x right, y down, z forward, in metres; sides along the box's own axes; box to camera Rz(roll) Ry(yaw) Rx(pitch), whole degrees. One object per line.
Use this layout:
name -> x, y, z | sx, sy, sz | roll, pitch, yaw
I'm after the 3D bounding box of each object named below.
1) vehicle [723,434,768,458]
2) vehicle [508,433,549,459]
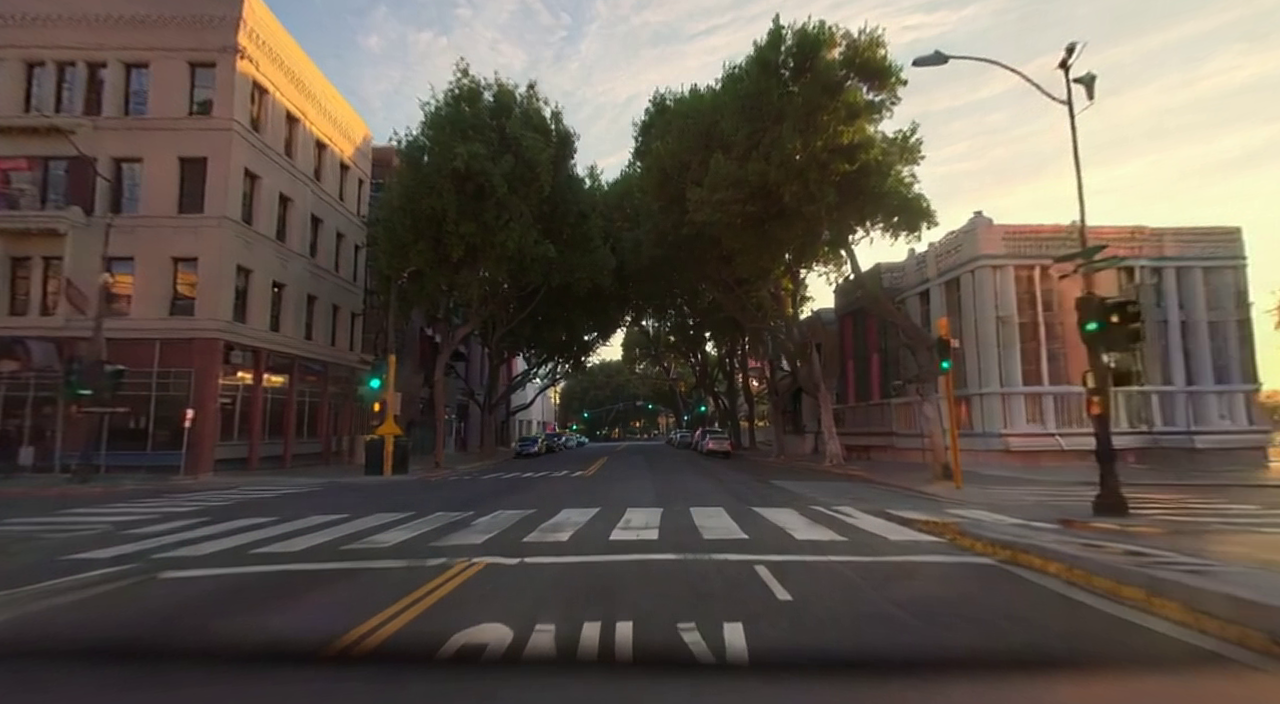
vehicle -> 6.783, 6.099, 40.948 | 1.997, 1.510, 4.455 | 0, -8, -2
vehicle -> -7.392, 6.249, 42.076 | 2.127, 1.533, 4.547 | -1, -8, -3
